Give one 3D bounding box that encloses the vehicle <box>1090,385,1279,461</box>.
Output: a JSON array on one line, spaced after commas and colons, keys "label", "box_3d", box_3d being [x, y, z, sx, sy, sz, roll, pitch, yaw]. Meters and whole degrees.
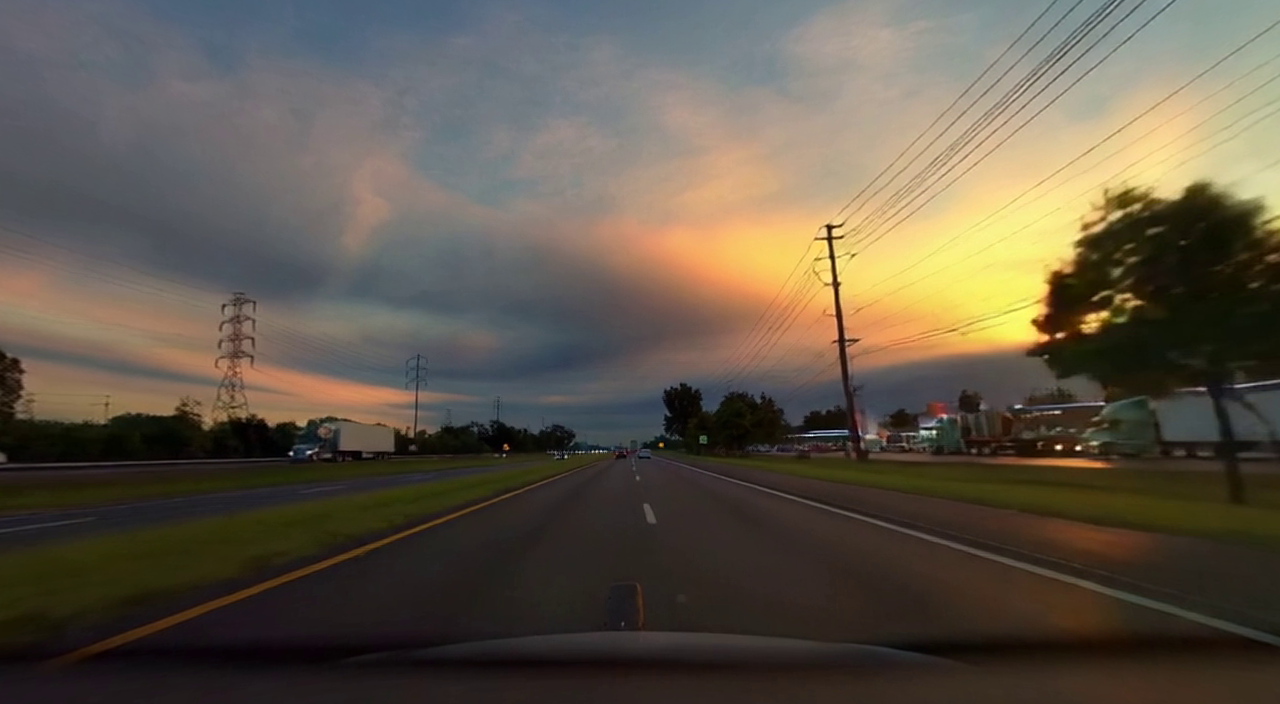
[{"label": "vehicle", "box_3d": [32.819, 4.113, 35.602, 11.409, 3.946, 3.092, -8, -12, 44]}]
